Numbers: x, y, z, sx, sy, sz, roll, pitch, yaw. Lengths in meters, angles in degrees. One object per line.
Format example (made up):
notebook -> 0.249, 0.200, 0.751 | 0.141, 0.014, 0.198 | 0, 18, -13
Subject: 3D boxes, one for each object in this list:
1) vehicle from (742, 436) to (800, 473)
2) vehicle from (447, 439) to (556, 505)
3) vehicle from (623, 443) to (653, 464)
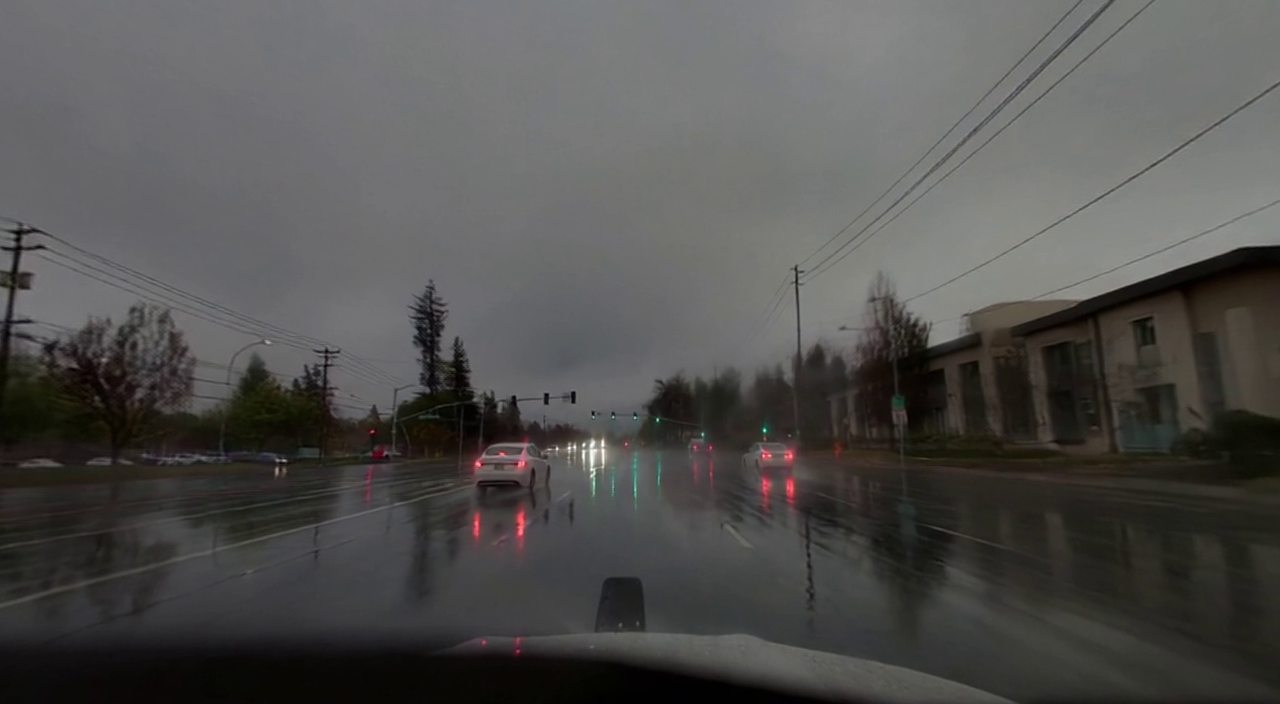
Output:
vehicle -> 6.538, 5.156, 32.032 | 1.945, 1.706, 4.190 | 0, -8, -2
vehicle -> -3.391, 3.013, 16.357 | 1.837, 1.463, 4.311 | 0, -8, 0
vehicle -> -0.161, 7.272, 45.496 | 2.098, 1.431, 3.958 | 0, -8, -1
